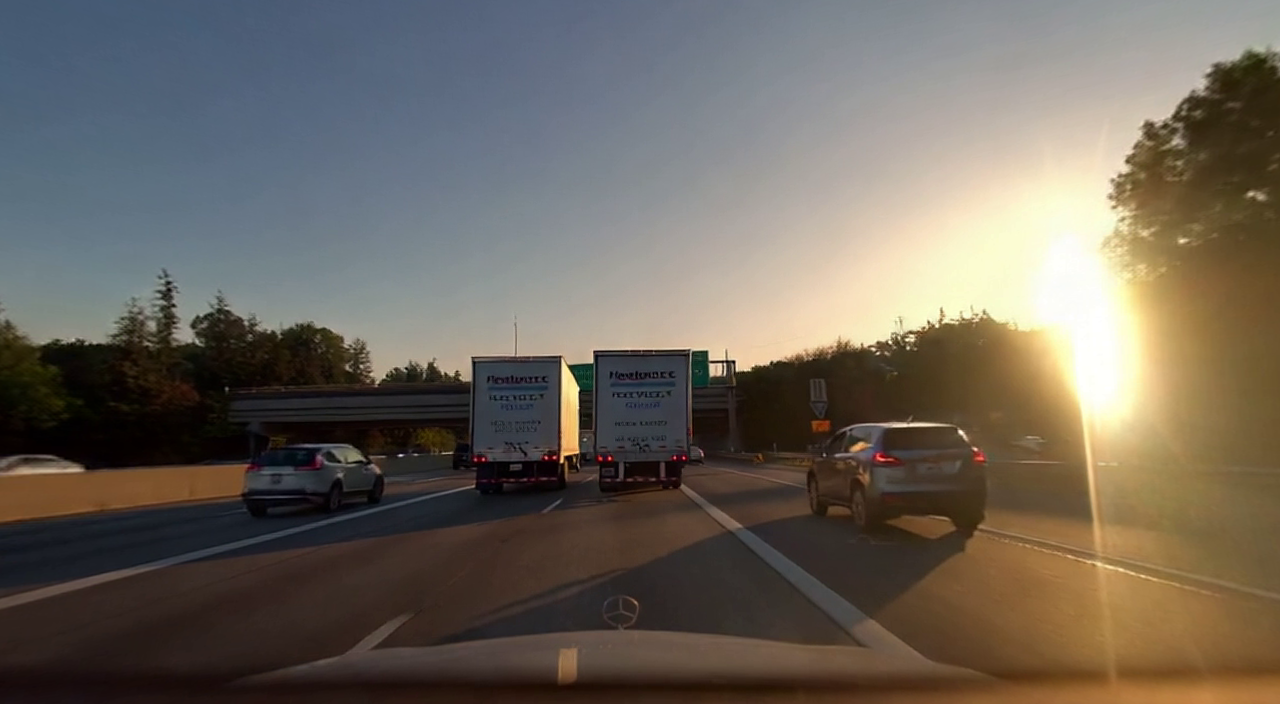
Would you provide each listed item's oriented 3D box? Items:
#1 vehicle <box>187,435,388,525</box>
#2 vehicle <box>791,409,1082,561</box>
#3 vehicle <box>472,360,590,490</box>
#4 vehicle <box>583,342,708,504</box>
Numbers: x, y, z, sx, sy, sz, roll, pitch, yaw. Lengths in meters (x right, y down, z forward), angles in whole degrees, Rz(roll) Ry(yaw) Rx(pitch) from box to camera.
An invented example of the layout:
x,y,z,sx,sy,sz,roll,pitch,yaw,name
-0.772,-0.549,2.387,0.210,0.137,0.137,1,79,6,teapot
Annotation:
x,y,z,sx,sy,sz,roll,pitch,yaw,name
-7.620,2.771,14.300,2.017,1.694,4.420,0,-9,-1,vehicle
4.030,1.902,9.766,2.136,1.753,4.644,0,-9,-1,vehicle
-3.913,3.128,25.727,2.888,4.154,10.960,0,-9,0,vehicle
0.046,2.378,19.886,2.910,3.828,9.805,0,-9,-1,vehicle
